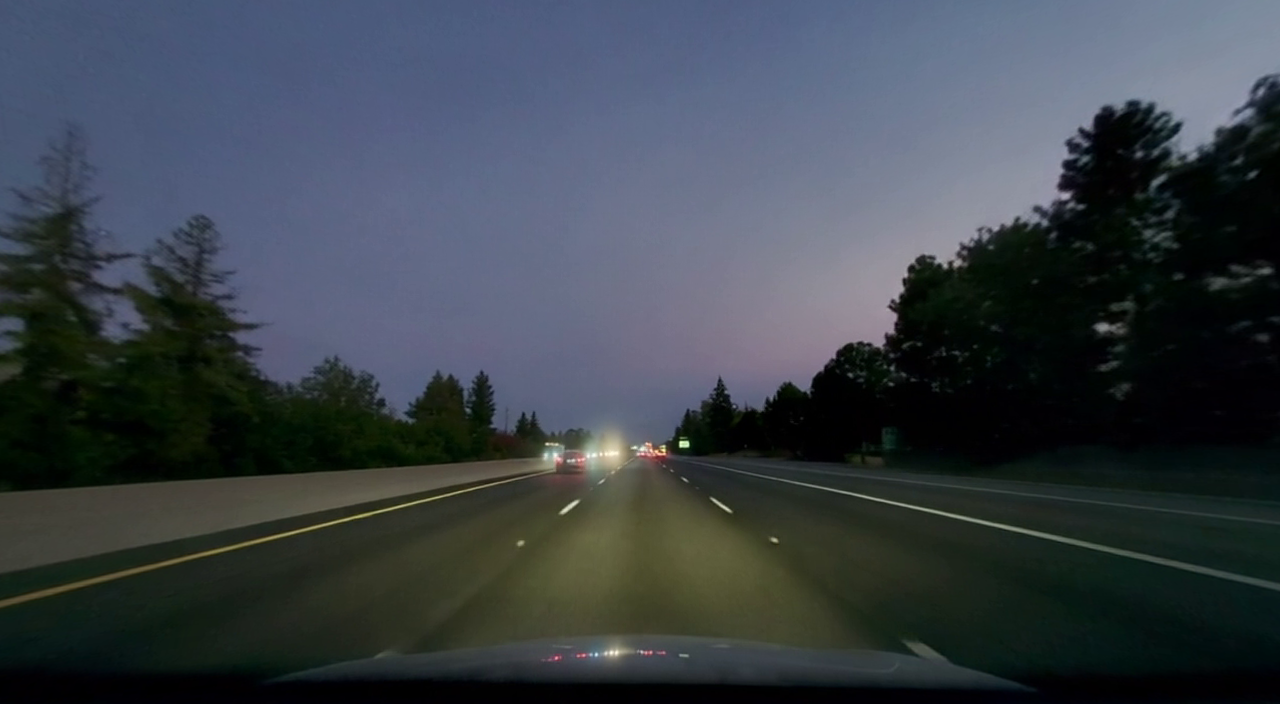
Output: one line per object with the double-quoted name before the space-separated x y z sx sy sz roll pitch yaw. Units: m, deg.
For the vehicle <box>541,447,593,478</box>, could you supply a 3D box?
"vehicle" -3.845 5.939 34.147 2.128 1.521 5.409 0 -9 1
